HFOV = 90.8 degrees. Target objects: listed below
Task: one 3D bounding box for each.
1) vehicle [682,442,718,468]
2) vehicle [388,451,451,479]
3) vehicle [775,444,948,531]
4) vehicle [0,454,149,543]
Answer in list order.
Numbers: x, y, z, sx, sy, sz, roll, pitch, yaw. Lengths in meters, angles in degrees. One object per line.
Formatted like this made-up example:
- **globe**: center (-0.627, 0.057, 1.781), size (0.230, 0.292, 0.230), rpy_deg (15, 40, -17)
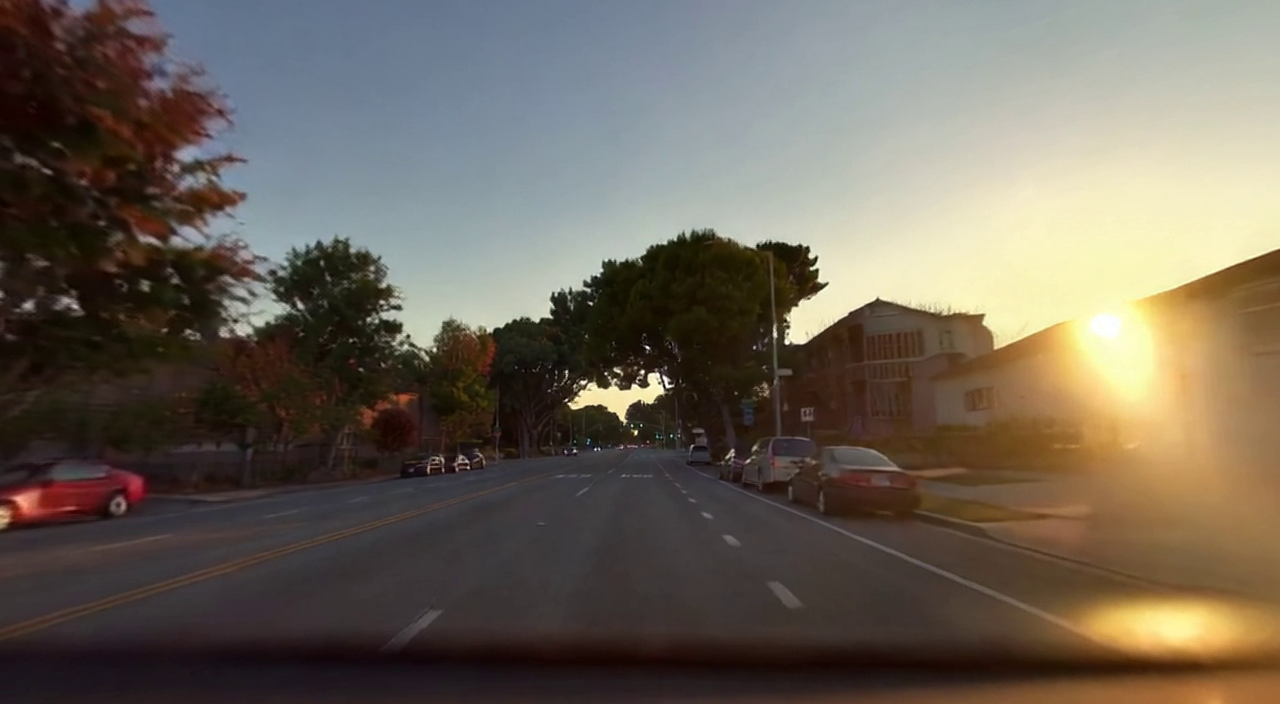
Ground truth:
- **vehicle**: center (4.349, 7.515, 46.267), size (2.220, 1.752, 4.782), rpy_deg (0, -9, 1)
- **vehicle**: center (-13.900, 7.118, 40.142), size (2.163, 1.641, 4.875), rpy_deg (0, -9, 0)
- **vehicle**: center (4.205, 2.620, 12.905), size (1.845, 1.443, 4.531), rpy_deg (0, -9, -1)
- **vehicle**: center (-13.693, 3.151, 13.783), size (2.239, 1.645, 4.700), rpy_deg (-3, -8, -1)
